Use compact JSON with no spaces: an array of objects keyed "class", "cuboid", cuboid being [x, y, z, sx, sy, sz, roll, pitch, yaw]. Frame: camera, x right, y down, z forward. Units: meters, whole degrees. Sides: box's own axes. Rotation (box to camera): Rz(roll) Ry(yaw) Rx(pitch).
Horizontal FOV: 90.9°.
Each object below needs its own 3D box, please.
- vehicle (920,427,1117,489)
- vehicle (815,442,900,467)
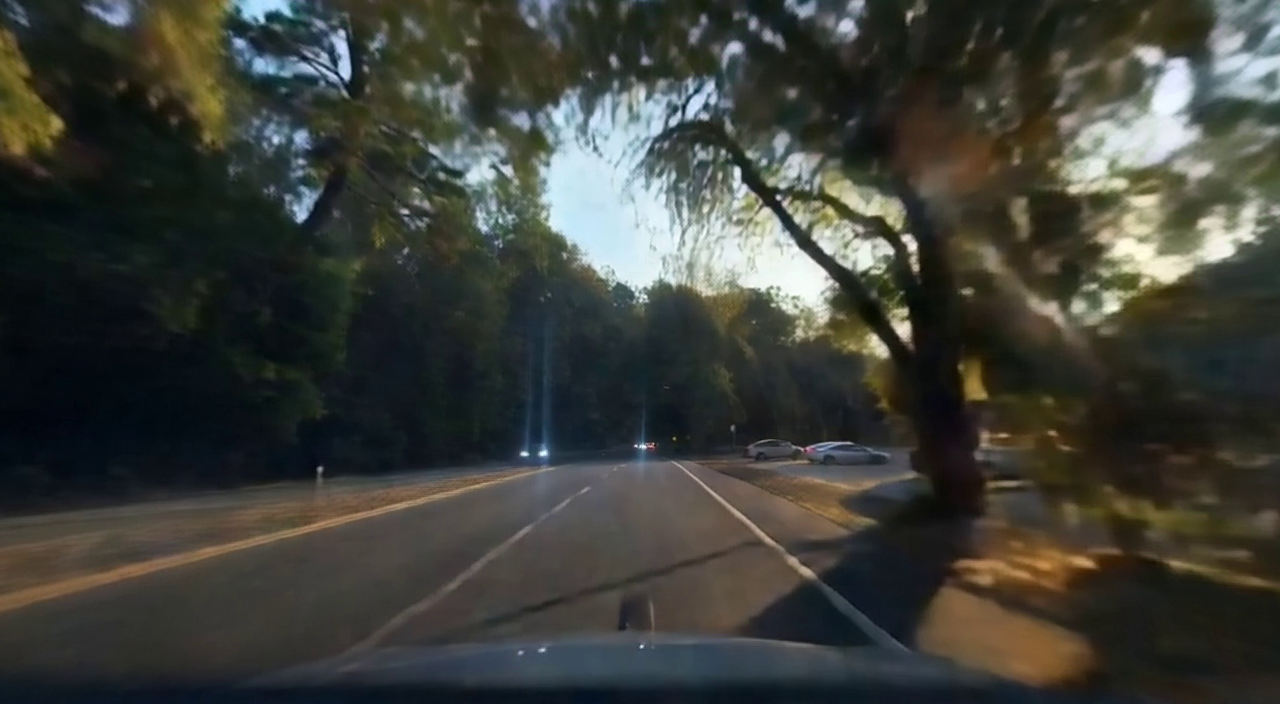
[{"class":"vehicle","cuboid":[11.039,3.122,18.674,4.493,1.705,2.034,0,-8,0]},{"class":"vehicle","cuboid":[13.118,6.222,38.210,4.438,1.444,1.900,0,-8,0]}]
